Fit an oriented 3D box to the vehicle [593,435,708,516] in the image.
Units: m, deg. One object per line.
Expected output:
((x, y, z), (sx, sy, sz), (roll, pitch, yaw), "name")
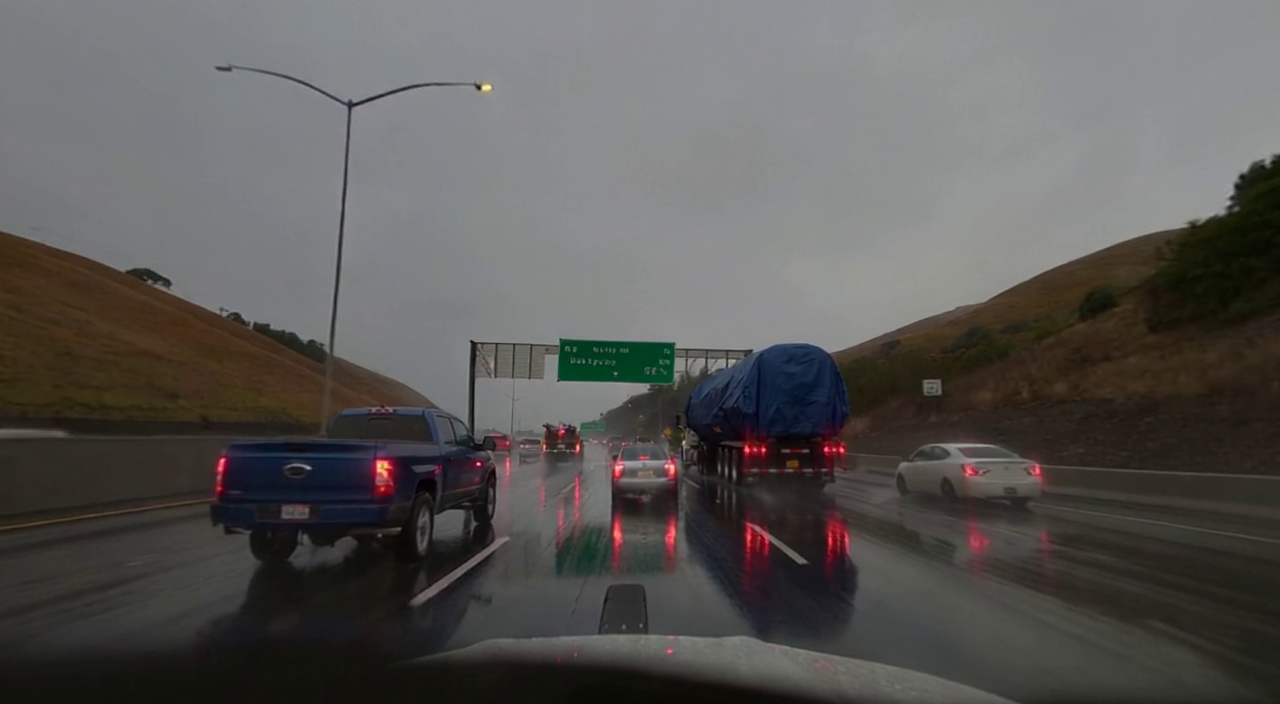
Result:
((0.144, 2.573, 13.645), (2.105, 1.471, 3.978), (0, -8, -2), "vehicle")

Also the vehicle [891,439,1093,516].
((7.743, 2.762, 14.480), (2.092, 1.495, 4.194), (0, -8, -2), "vehicle")

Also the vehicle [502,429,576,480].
((-3.895, 4.063, 25.302), (2.348, 1.821, 5.061), (0, -8, -2), "vehicle")

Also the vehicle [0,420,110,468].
((-22.124, 3.322, 22.687), (1.953, 1.555, 4.995), (0, -8, -3), "vehicle")

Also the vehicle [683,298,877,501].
((3.170, 1.698, 18.186), (2.759, 4.098, 10.906), (0, -8, -2), "vehicle")

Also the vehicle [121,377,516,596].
((-3.334, 1.557, 8.256), (2.318, 1.902, 5.374), (0, -8, 0), "vehicle")
